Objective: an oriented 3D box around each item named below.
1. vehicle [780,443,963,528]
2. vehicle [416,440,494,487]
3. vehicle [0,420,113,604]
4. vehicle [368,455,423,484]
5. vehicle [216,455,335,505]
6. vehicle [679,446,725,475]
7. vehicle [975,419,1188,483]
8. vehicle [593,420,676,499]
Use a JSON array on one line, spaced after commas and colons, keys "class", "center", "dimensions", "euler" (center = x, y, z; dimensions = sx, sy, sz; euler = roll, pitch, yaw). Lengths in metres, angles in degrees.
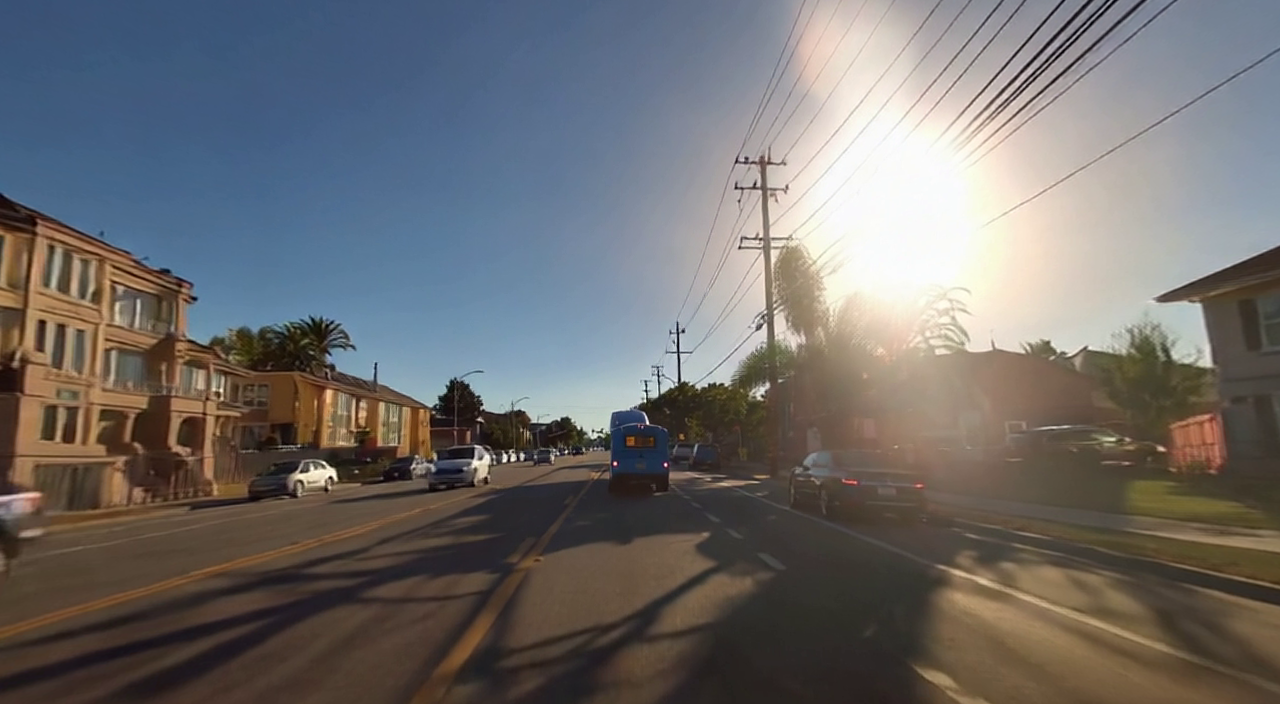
[{"class": "vehicle", "center": [4.543, 2.653, 13.201], "dimensions": [2.022, 1.456, 4.246], "euler": [1, -8, -3]}, {"class": "vehicle", "center": [-7.450, 4.484, 25.823], "dimensions": [1.993, 1.737, 4.353], "euler": [0, -8, -2]}, {"class": "vehicle", "center": [-6.744, 1.313, 4.734], "dimensions": [1.965, 1.653, 4.251], "euler": [0, -8, -3]}, {"class": "vehicle", "center": [-14.053, 6.755, 36.412], "dimensions": [1.841, 1.356, 3.938], "euler": [-4, -8, -3]}, {"class": "vehicle", "center": [-13.371, 4.695, 23.497], "dimensions": [2.004, 1.441, 4.572], "euler": [-3, -8, -4]}, {"class": "vehicle", "center": [3.408, 6.042, 35.332], "dimensions": [1.946, 1.530, 4.240], "euler": [0, -8, -3]}, {"class": "vehicle", "center": [13.379, 3.023, 19.380], "dimensions": [4.749, 1.699, 2.311], "euler": [-1, -8, -1]}, {"class": "vehicle", "center": [-0.292, 3.162, 18.900], "dimensions": [2.168, 2.040, 4.527], "euler": [1, -8, -4]}]
